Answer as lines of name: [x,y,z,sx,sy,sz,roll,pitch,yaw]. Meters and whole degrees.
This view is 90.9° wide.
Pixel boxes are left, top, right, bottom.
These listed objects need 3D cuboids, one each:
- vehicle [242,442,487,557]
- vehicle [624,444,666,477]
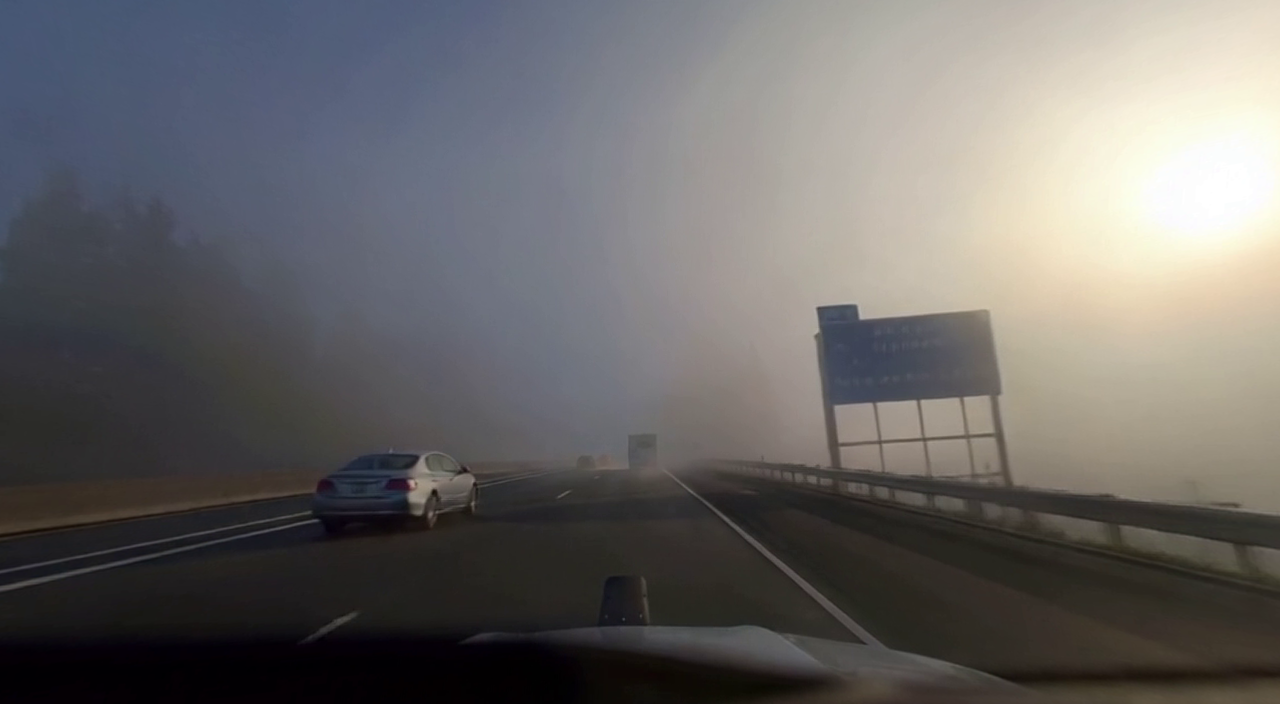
vehicle: [-4.115,2.255,10.416,1.998,1.460,4.422,0,-9,1]
vehicle: [0.261,5.977,34.769,2.172,1.687,3.929,0,-9,0]
